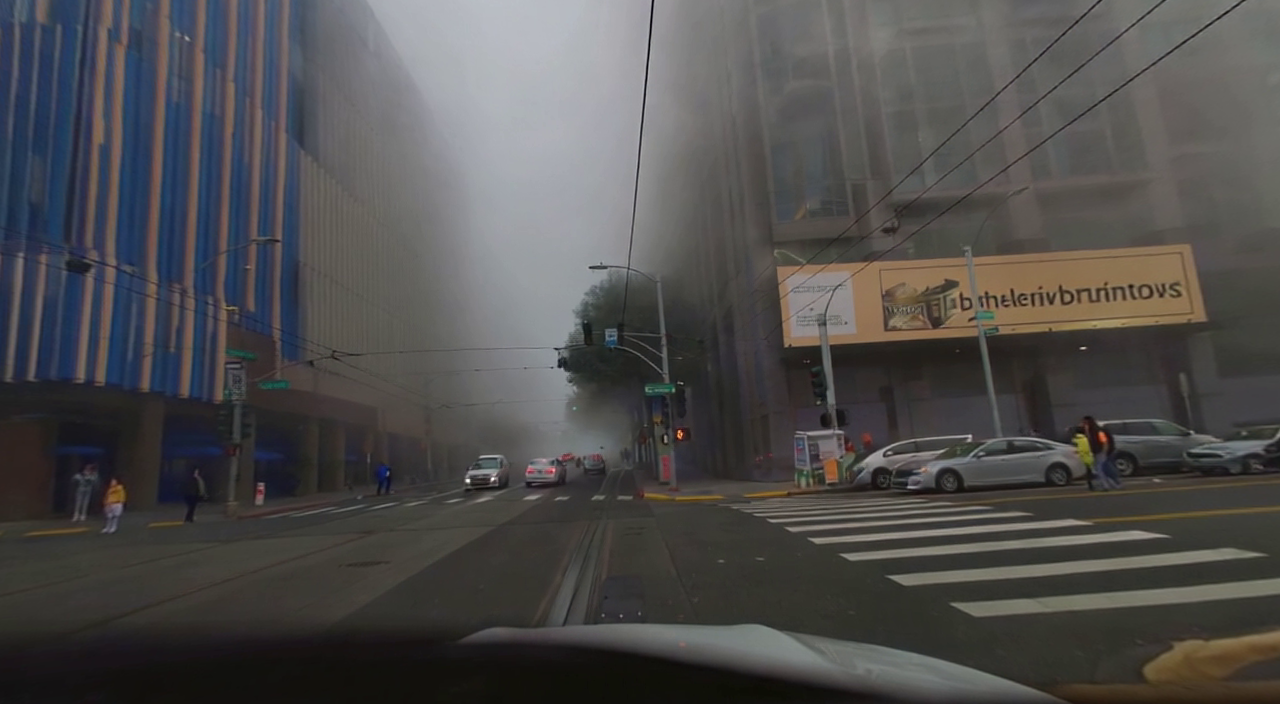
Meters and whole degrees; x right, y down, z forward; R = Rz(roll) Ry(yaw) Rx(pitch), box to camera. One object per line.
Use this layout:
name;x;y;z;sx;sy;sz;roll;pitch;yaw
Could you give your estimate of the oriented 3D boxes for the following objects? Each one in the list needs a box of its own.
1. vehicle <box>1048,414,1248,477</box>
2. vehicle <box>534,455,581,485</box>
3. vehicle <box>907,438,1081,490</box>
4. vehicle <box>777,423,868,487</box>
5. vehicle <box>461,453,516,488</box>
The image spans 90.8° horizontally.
vehicle;16.681;3.103;20.915;4.944;1.946;1.952;1;-9;-3
vehicle;-4.574;6.577;35.523;1.797;1.490;4.549;0;-9;3
vehicle;11.318;3.587;20.365;4.697;1.510;1.596;0;-9;-5
vehicle;7.477;4.208;26.436;2.316;2.425;4.466;1;-7;-2
vehicle;-8.552;6.691;36.015;2.121;1.792;4.510;0;-9;-2
